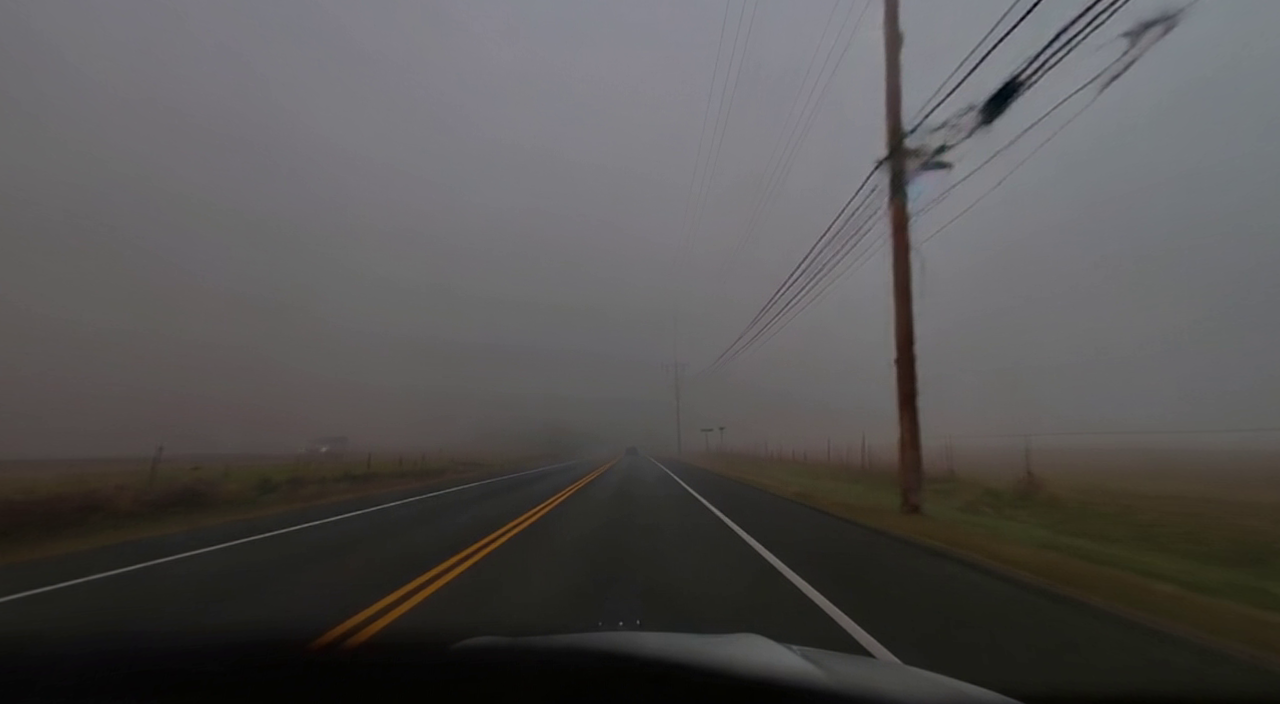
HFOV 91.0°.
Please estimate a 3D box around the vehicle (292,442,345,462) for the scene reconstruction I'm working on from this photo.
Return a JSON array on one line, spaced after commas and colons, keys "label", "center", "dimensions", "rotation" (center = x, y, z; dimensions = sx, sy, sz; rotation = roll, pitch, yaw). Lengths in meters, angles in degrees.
[{"label": "vehicle", "center": [-24.880, 7.748, 48.894], "dimensions": [1.795, 1.512, 4.459], "rotation": [0, -9, -1]}]
